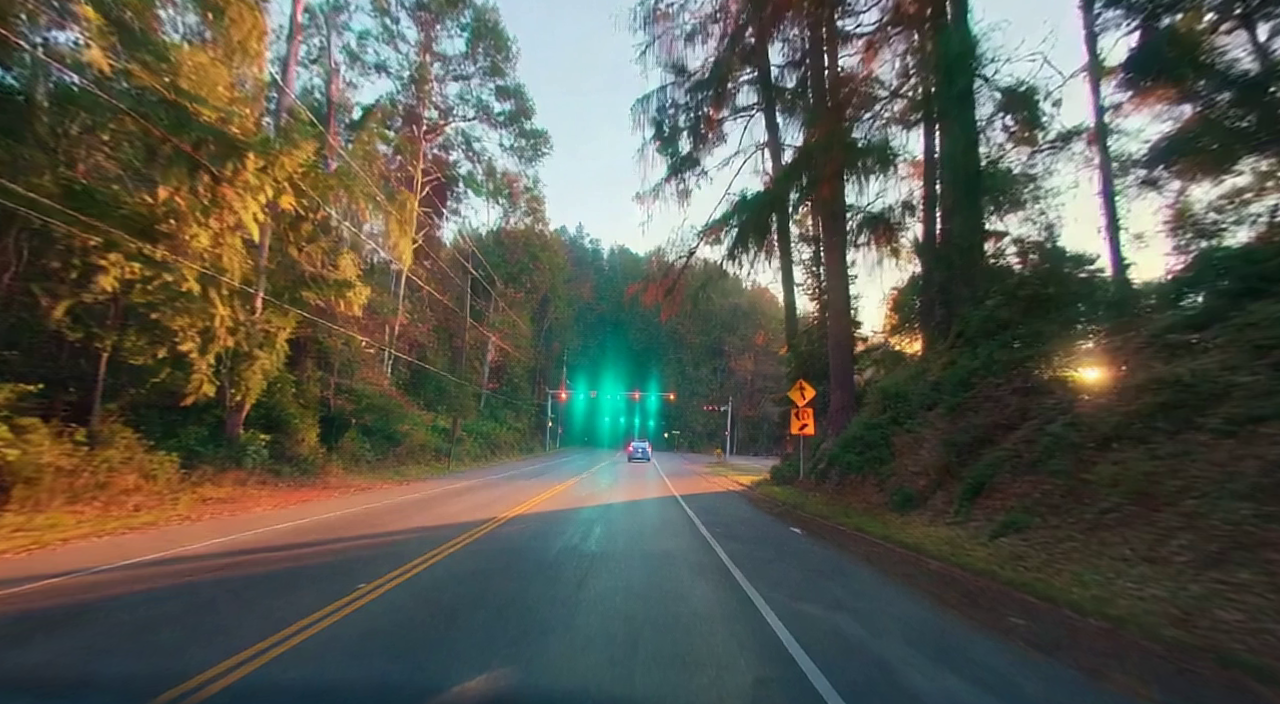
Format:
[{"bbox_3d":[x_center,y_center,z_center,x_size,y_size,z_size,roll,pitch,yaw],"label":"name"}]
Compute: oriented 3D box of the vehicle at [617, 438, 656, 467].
[{"bbox_3d":[-0.171,5.505,34.728,2.042,1.489,3.963,0,-8,0],"label":"vehicle"}]
